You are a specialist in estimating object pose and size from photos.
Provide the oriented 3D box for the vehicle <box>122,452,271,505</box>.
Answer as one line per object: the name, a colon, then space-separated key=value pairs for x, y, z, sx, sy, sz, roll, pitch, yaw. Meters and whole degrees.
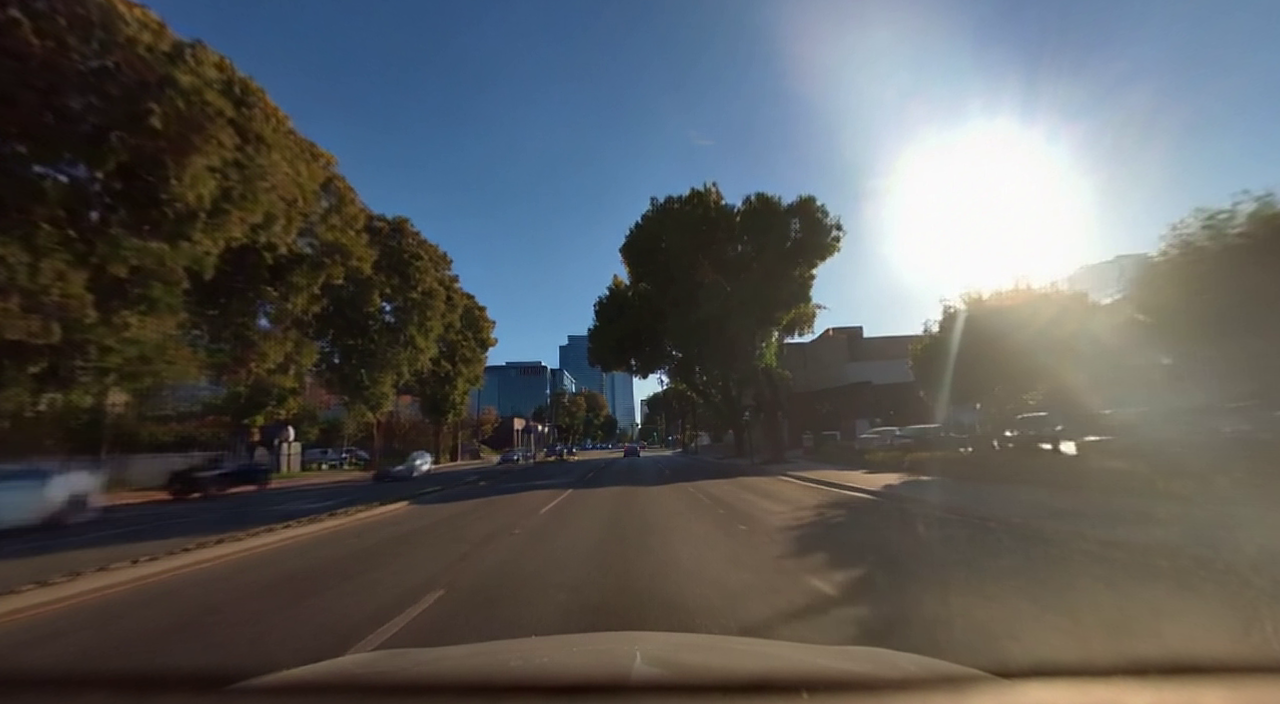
vehicle: x=-16.571 y=4.693 z=24.015 sx=2.012 sy=1.757 sz=4.944 roll=0 pitch=-9 yaw=1

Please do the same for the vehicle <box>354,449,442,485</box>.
vehicle: x=-10.724 y=5.118 z=28.458 sx=2.020 sy=1.490 sz=4.657 roll=0 pitch=-9 yaw=1

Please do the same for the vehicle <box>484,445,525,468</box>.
vehicle: x=-10.279 y=7.949 z=48.225 sx=2.025 sy=1.704 sz=4.523 roll=0 pitch=-9 yaw=2
